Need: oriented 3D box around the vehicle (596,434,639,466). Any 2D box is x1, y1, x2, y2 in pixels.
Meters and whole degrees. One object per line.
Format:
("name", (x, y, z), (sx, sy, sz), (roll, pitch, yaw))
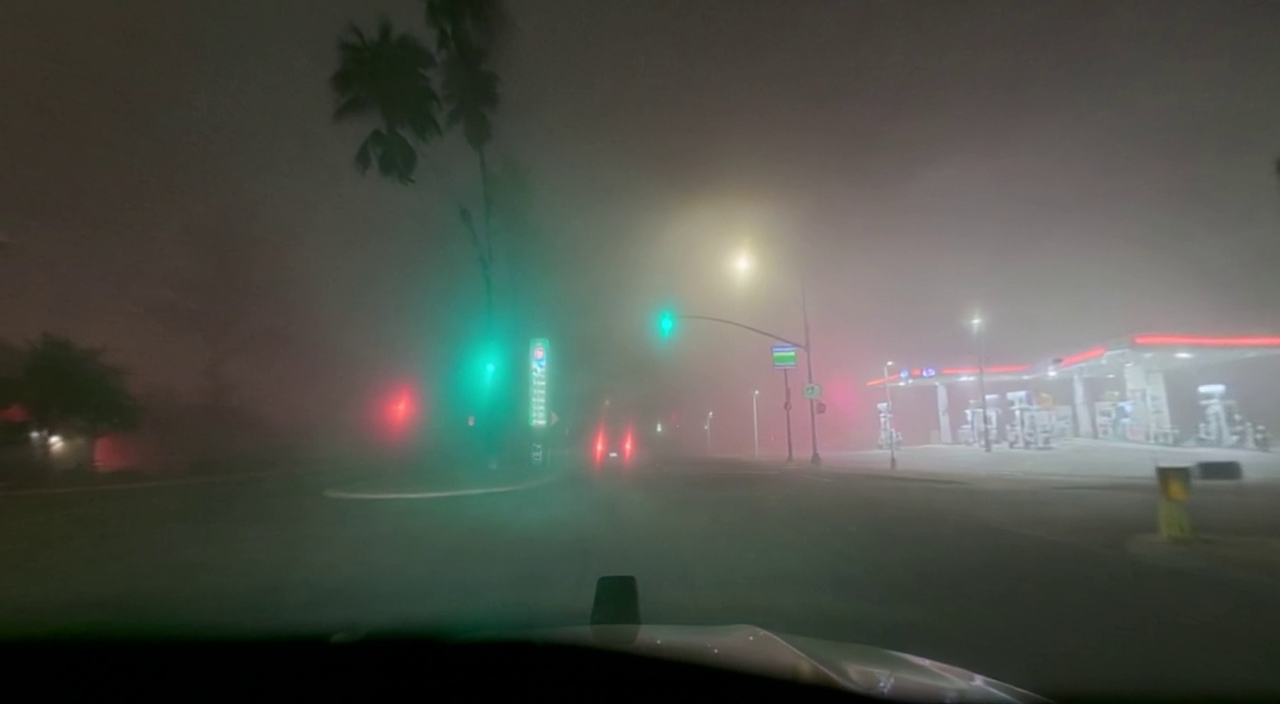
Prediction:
("vehicle", (-1.209, 5.150, 33.268), (2.073, 1.525, 4.809), (0, -9, -2))
